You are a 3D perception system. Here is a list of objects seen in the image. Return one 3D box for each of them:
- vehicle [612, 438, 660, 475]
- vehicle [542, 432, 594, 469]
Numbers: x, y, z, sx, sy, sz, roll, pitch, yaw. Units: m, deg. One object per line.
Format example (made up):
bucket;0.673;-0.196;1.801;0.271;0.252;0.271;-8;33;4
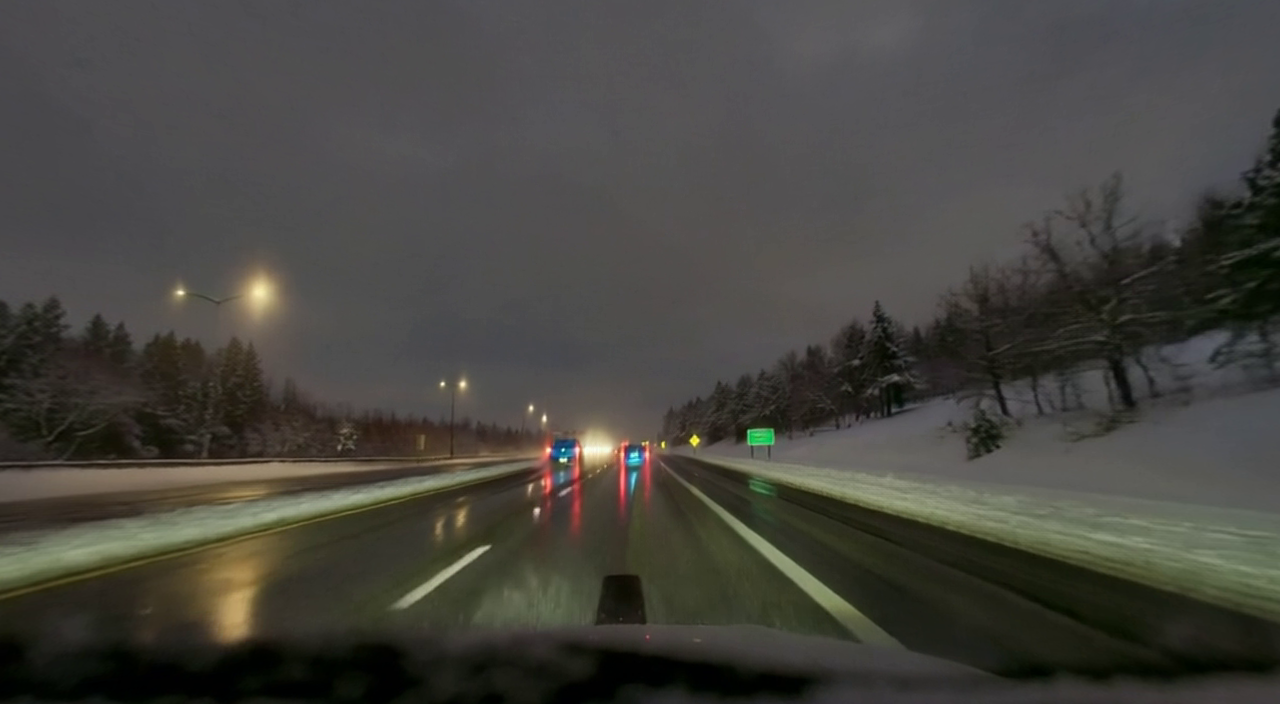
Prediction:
vehicle;-0.164;4.857;29.471;2.086;1.548;4.325;0;-8;0
vehicle;-3.933;5.494;35.366;2.264;1.901;4.647;0;-8;1
